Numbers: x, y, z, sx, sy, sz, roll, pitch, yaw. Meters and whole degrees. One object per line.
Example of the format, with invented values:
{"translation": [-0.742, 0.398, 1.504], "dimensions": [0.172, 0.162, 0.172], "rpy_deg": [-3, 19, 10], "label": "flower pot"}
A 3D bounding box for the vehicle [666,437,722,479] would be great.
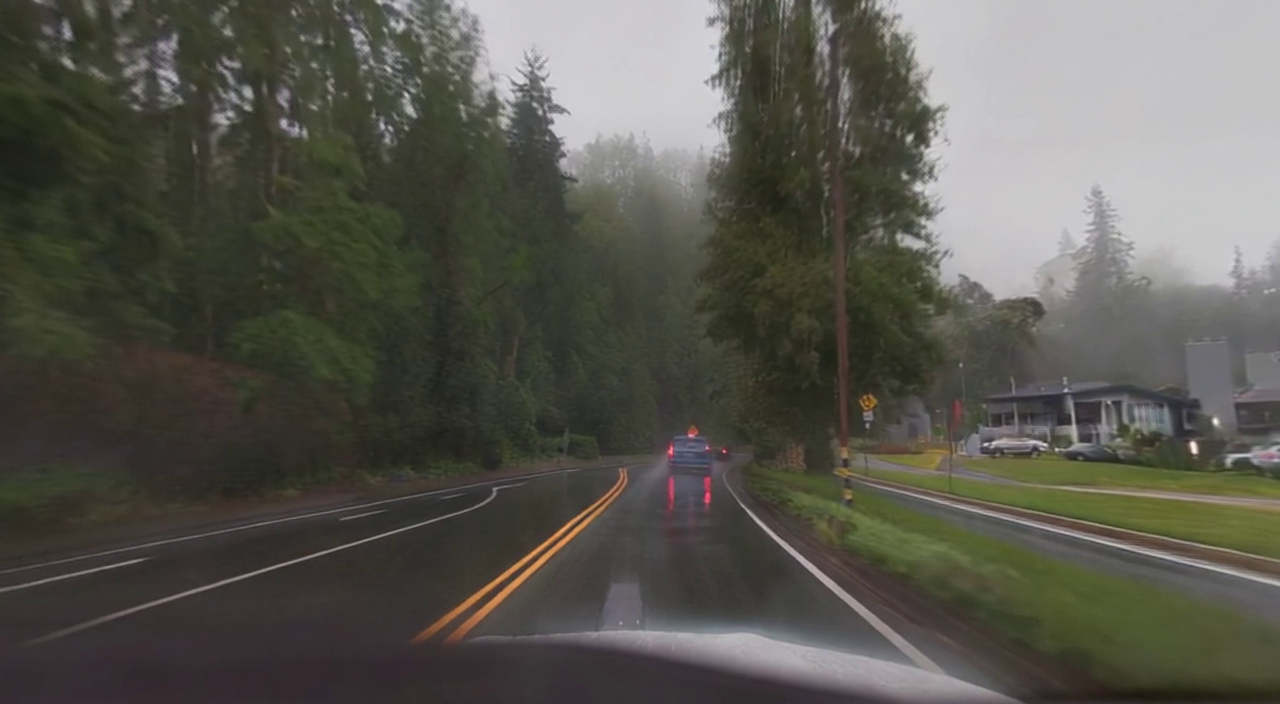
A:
{"translation": [2.440, 4.608, 27.665], "dimensions": [2.216, 1.708, 4.110], "rpy_deg": [-1, -9, 7], "label": "vehicle"}
